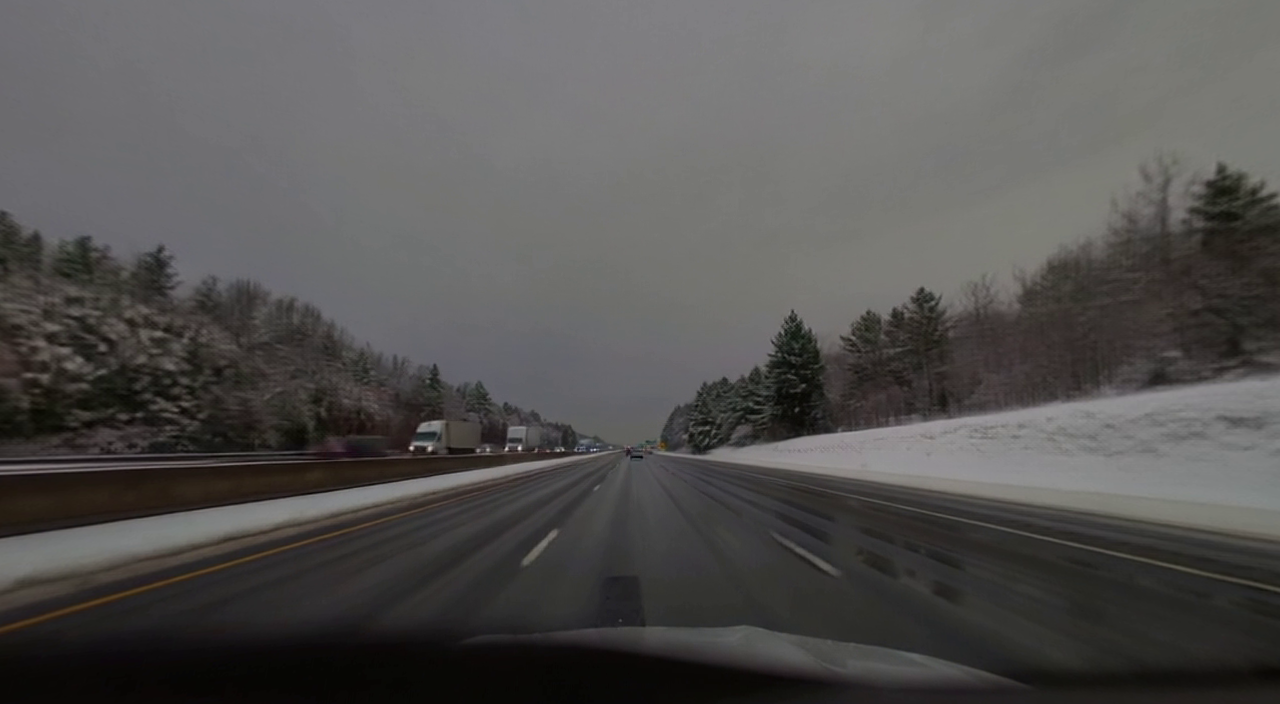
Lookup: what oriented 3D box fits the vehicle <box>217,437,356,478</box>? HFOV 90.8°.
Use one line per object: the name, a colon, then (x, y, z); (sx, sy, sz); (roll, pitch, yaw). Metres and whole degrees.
vehicle: (-11.800, 3.571, 21.509); (2.177, 1.229, 4.493); (0, -9, 0)
